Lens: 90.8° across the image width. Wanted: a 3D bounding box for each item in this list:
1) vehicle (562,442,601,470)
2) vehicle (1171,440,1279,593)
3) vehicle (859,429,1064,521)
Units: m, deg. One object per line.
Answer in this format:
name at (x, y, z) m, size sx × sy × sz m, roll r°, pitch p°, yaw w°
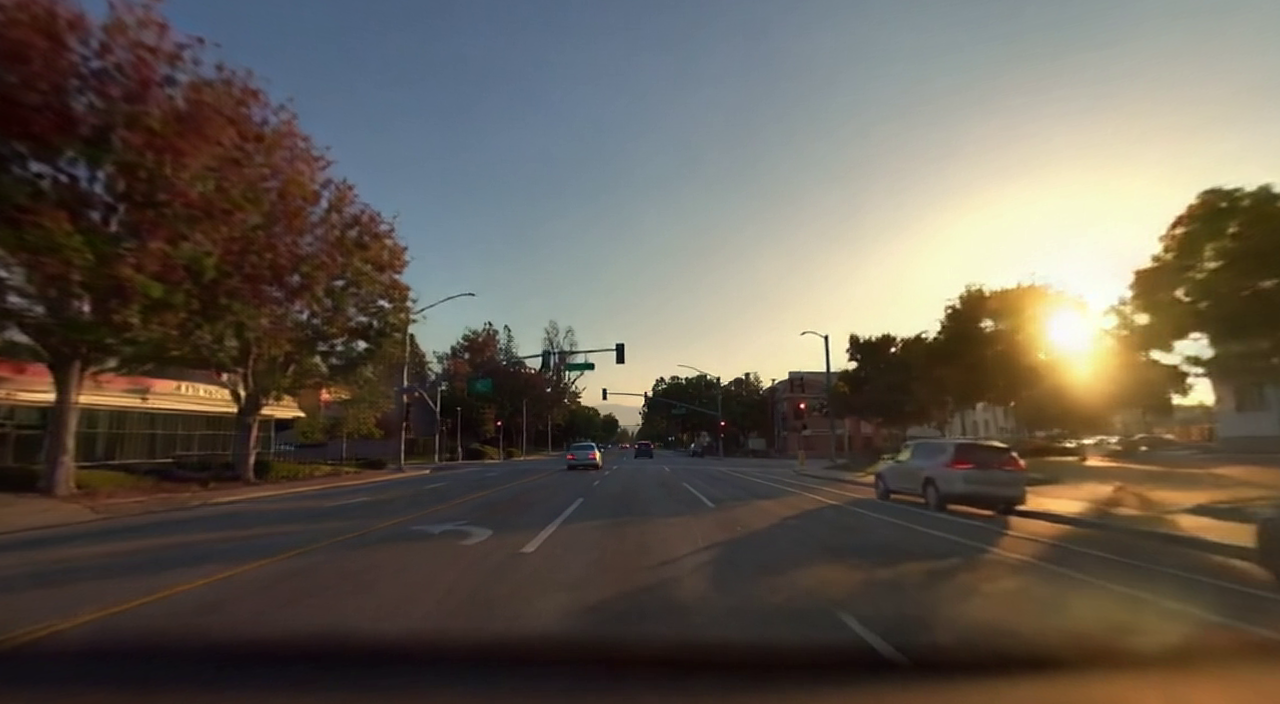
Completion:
vehicle at (-3.315, 6.004, 36.636) m, size 1.915 × 1.553 × 3.846 m, roll 0°, pitch -8°, yaw 0°
vehicle at (7.193, 1.423, 4.958) m, size 1.922 × 1.473 × 4.738 m, roll 0°, pitch -8°, yaw 0°
vehicle at (7.232, 2.794, 15.028) m, size 2.132 × 1.793 × 5.003 m, roll 0°, pitch -8°, yaw -1°
